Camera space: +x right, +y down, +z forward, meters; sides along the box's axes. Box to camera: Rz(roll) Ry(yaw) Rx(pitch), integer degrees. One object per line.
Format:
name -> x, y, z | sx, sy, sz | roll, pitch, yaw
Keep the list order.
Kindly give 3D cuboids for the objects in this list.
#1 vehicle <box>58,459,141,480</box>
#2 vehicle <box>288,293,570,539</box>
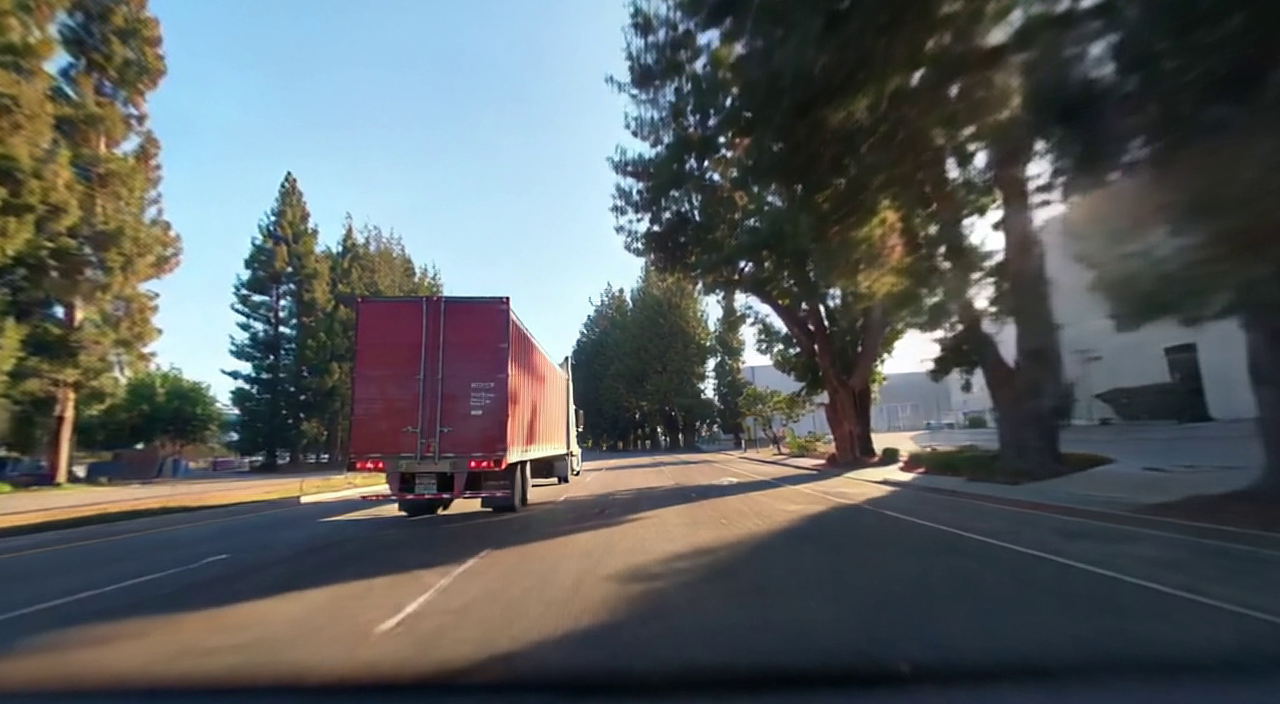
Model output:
vehicle -> -42.083, 9.141, 49.212 | 4.562, 1.524, 1.985 | 0, -8, -1
vehicle -> -3.363, 1.446, 13.009 | 2.910, 3.419, 8.376 | 0, -8, 0
